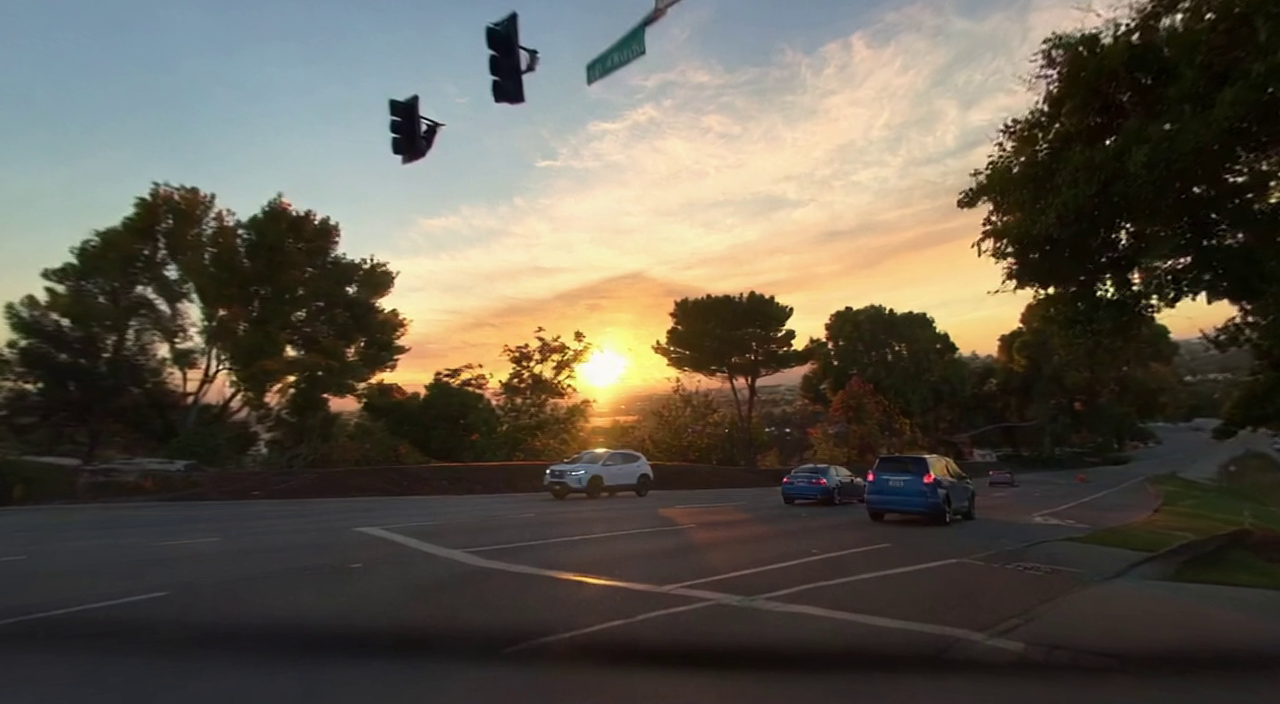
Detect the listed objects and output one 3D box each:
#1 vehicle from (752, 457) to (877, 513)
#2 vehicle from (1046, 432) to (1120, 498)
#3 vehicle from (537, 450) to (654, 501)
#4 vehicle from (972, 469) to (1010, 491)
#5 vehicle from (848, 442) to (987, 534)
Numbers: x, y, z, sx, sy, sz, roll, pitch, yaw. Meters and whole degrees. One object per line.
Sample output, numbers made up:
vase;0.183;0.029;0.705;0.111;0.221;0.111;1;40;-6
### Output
vehicle;5.981;4.384;21.370;2.123;1.592;4.505;-8;-12;43
vehicle;32.315;8.044;45.848;2.945;4.155;10.649;-7;-11;40
vehicle;-1.716;4.934;25.680;1.973;1.826;4.538;-8;-12;43
vehicle;27.095;9.829;48.661;1.822;1.491;4.237;-7;-11;37
vehicle;6.792;3.111;15.212;2.125;1.830;4.370;-6;-10;35
